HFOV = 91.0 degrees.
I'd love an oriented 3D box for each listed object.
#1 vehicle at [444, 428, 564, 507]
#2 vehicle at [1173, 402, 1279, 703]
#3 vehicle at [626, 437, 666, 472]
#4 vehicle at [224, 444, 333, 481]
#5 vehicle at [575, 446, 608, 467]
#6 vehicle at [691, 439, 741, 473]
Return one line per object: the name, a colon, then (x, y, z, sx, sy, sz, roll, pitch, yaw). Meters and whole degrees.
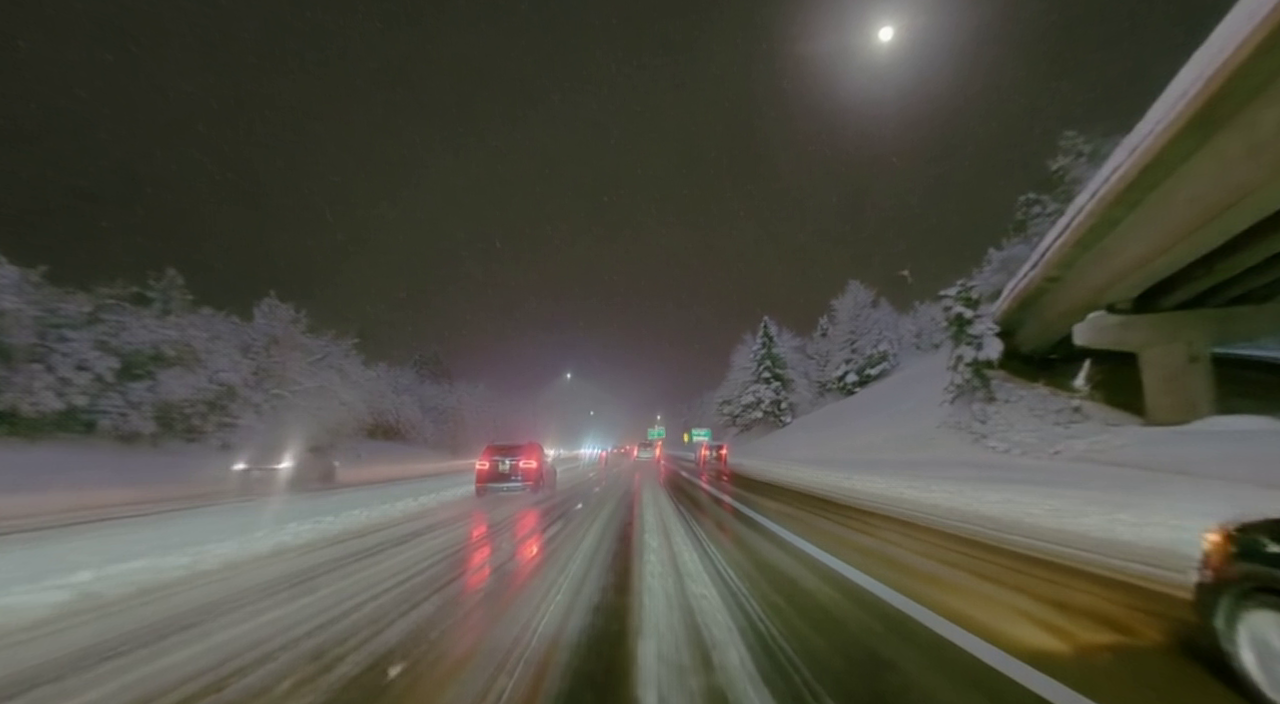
vehicle: (-3.321, 2.928, 16.442, 2.089, 1.751, 4.515, 0, -9, 0)
vehicle: (4.123, 0.827, 1.734, 1.959, 1.554, 3.795, 0, -9, 1)
vehicle: (0.312, 5.948, 36.808, 2.155, 1.909, 4.529, 0, -9, 0)
vehicle: (-19.090, 5.831, 33.679, 2.259, 1.785, 5.582, 0, -9, 3)
vehicle: (-3.496, 7.624, 46.036, 1.994, 1.475, 4.171, 0, -9, 0)
vehicle: (4.301, 5.996, 36.515, 2.231, 1.807, 4.588, 0, -9, -1)
